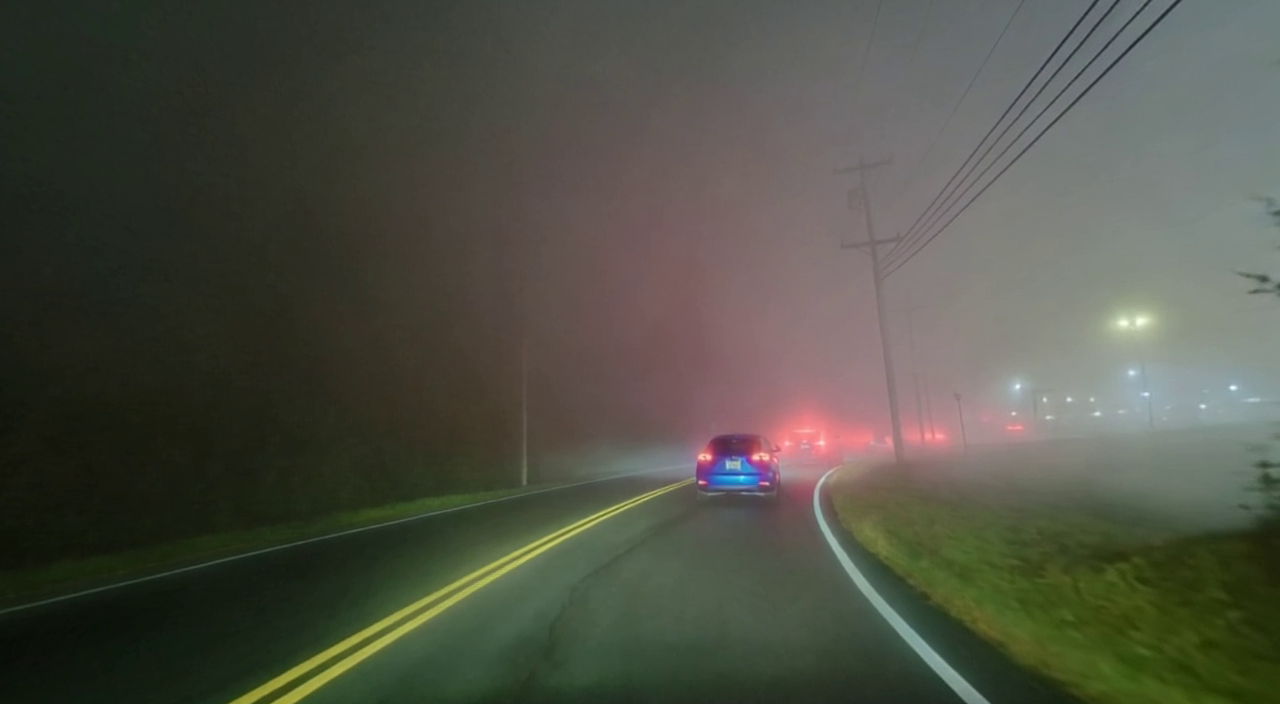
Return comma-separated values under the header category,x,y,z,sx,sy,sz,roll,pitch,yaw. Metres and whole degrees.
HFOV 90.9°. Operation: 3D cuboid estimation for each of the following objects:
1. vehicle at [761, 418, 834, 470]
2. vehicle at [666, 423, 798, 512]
category,x,y,z,sx,sy,sz,roll,pitch,yaw
vehicle,7.444,4.270,29.283,2.376,2.145,5.953,-4,-9,22
vehicle,2.153,2.403,13.572,2.157,1.565,4.243,-3,-9,17
